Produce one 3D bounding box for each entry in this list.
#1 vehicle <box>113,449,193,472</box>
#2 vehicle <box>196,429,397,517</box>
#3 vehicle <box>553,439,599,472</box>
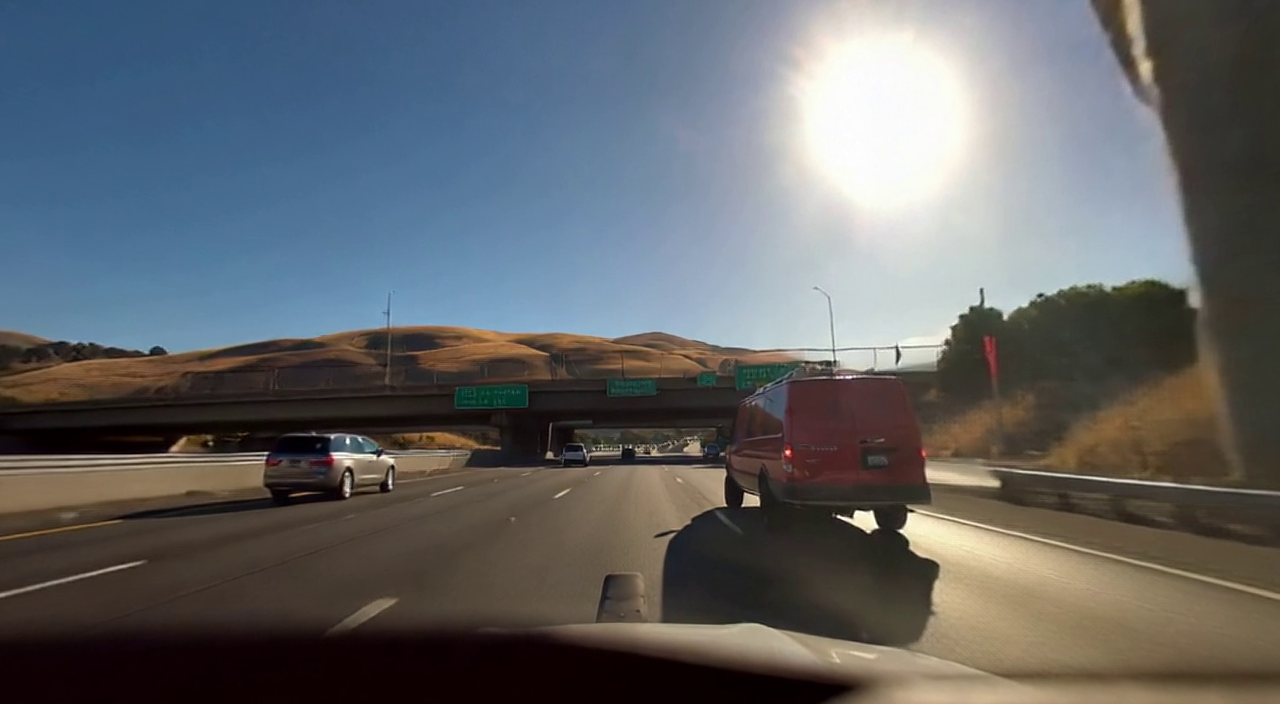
[{"bbox_3d":[-33.761,7.516,43.821,1.775,1.506,4.629,0,-9,0],"label":"vehicle"},{"bbox_3d":[-7.756,2.770,14.908,2.092,1.712,4.627,0,-9,0],"label":"vehicle"},{"bbox_3d":[-3.732,6.182,37.705,2.144,1.847,4.850,0,-9,1],"label":"vehicle"}]
